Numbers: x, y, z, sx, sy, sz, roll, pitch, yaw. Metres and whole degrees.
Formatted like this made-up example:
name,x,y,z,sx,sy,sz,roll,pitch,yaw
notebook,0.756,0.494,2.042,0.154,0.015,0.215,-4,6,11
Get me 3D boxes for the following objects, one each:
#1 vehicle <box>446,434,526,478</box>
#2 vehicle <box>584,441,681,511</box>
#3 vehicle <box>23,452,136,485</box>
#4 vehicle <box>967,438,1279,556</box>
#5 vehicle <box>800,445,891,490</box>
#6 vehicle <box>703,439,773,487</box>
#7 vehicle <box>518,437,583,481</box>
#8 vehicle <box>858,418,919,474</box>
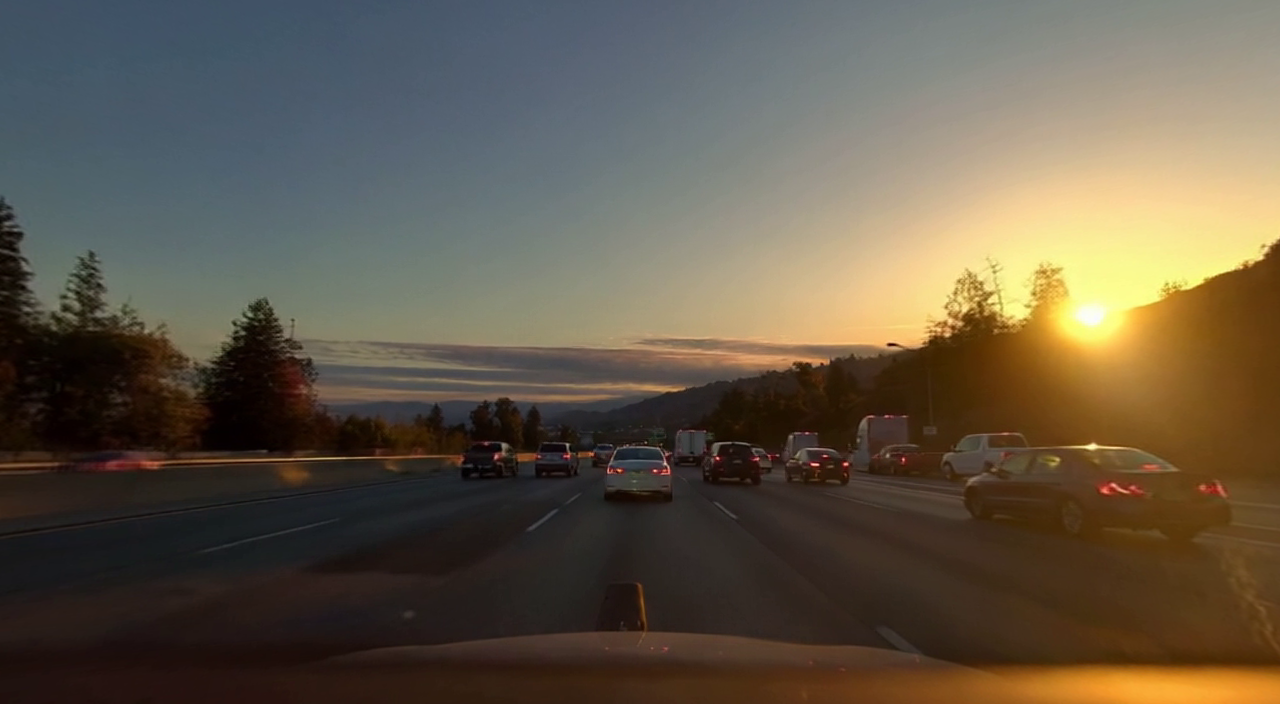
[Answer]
name,x,y,z,sx,sy,sz,roll,pitch,yaw
vehicle,-7.734,5.328,32.454,2.487,1.986,6.157,0,-9,1
vehicle,-0.133,3.045,15.939,2.132,1.499,4.038,0,-9,1
vehicle,-28.031,5.813,31.705,1.813,1.505,4.120,0,-9,1
vehicle,7.636,2.230,10.454,2.021,1.505,4.480,0,-9,0
vehicle,7.432,4.209,23.237,1.942,1.482,4.250,0,-9,0
vehicle,3.665,4.234,24.360,2.053,1.666,4.106,0,-9,0
vehicle,-3.829,4.668,27.757,2.079,1.741,4.436,0,-9,2
vehicle,17.364,6.601,44.191,2.777,3.740,3.338,1,-9,-1
